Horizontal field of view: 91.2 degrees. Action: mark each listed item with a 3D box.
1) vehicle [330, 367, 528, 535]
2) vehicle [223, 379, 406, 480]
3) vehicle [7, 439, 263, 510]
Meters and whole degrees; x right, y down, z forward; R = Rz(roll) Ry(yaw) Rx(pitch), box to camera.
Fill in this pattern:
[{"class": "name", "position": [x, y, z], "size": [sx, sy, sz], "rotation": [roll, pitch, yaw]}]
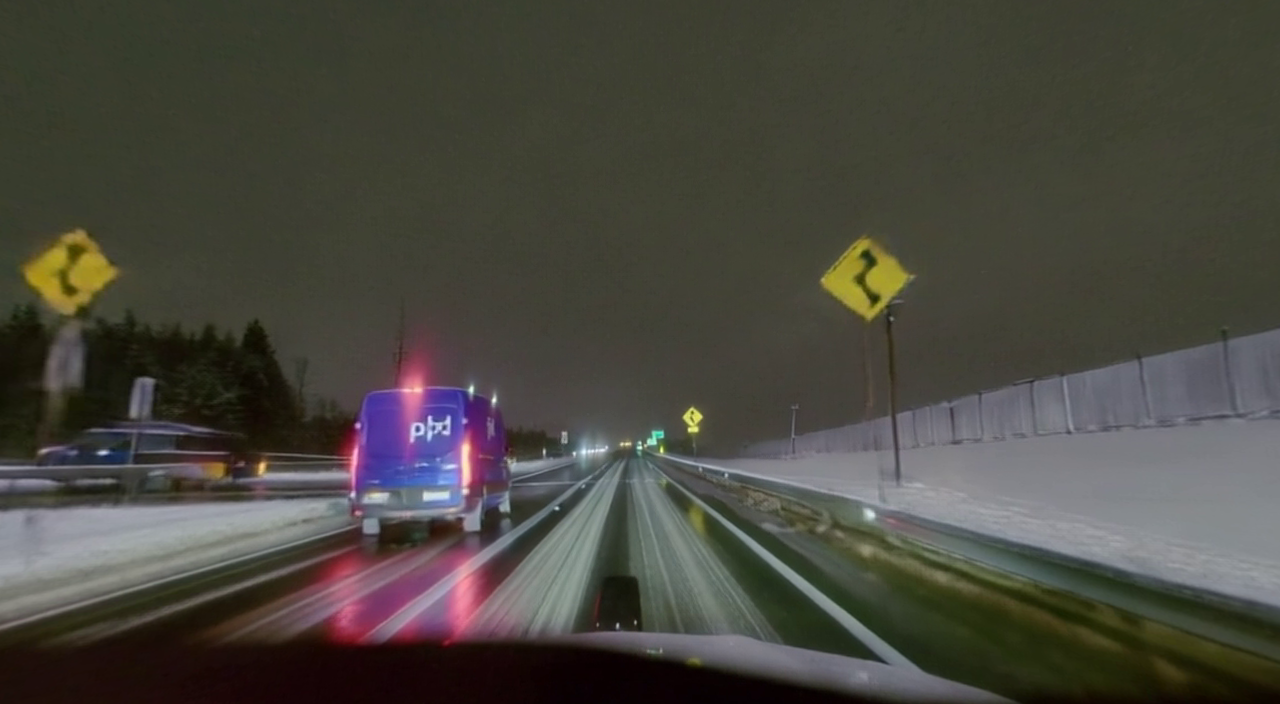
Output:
[{"class": "vehicle", "position": [-3.953, 2.098, 13.520], "size": [2.463, 2.640, 7.034], "rotation": [1, -9, -6]}, {"class": "vehicle", "position": [-14.715, 3.598, 28.153], "size": [8.365, 3.958, 3.166], "rotation": [-6, -10, 31]}, {"class": "vehicle", "position": [-12.151, 2.943, 15.486], "size": [4.396, 1.557, 1.952], "rotation": [2, -9, -15]}]
